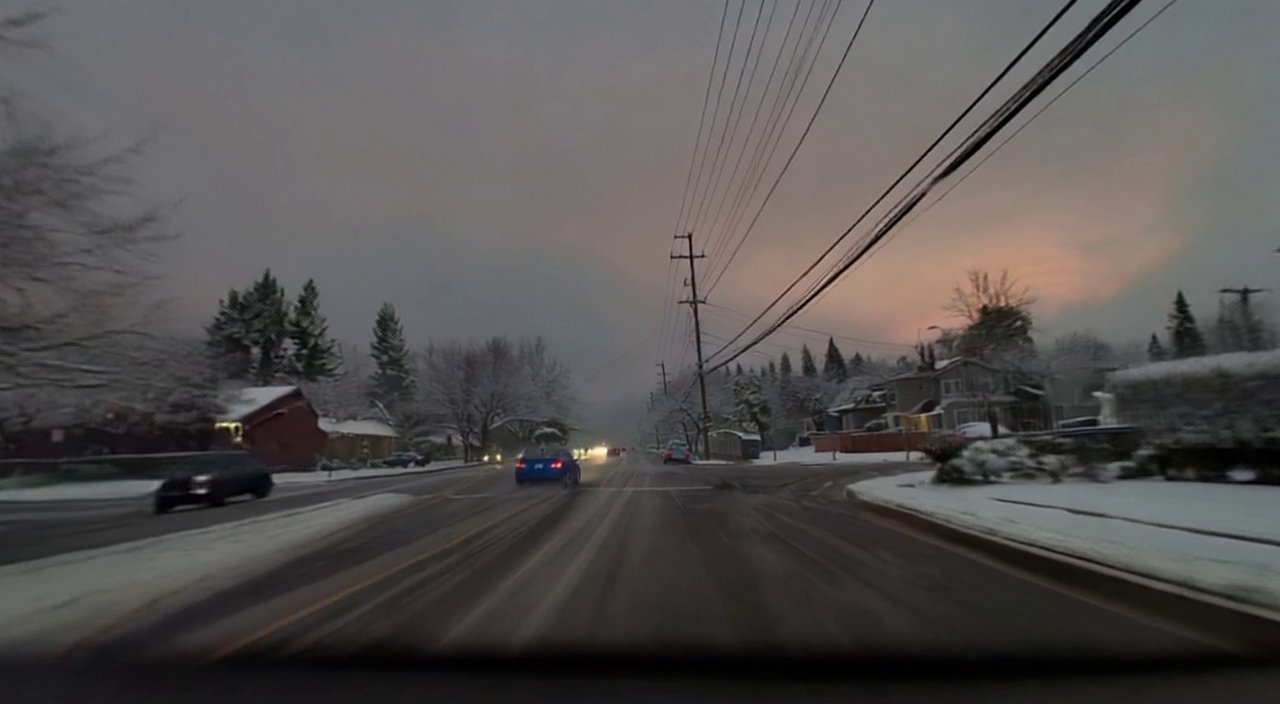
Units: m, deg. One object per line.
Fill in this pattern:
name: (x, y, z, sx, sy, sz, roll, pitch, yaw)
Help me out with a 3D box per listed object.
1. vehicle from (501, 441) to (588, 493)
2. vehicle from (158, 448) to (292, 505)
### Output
vehicle: (-2.966, 3.669, 20.647, 2.041, 1.471, 4.602, 0, -8, 1)
vehicle: (-14.330, 4.261, 22.188, 1.942, 1.732, 4.376, 1, -8, -4)
